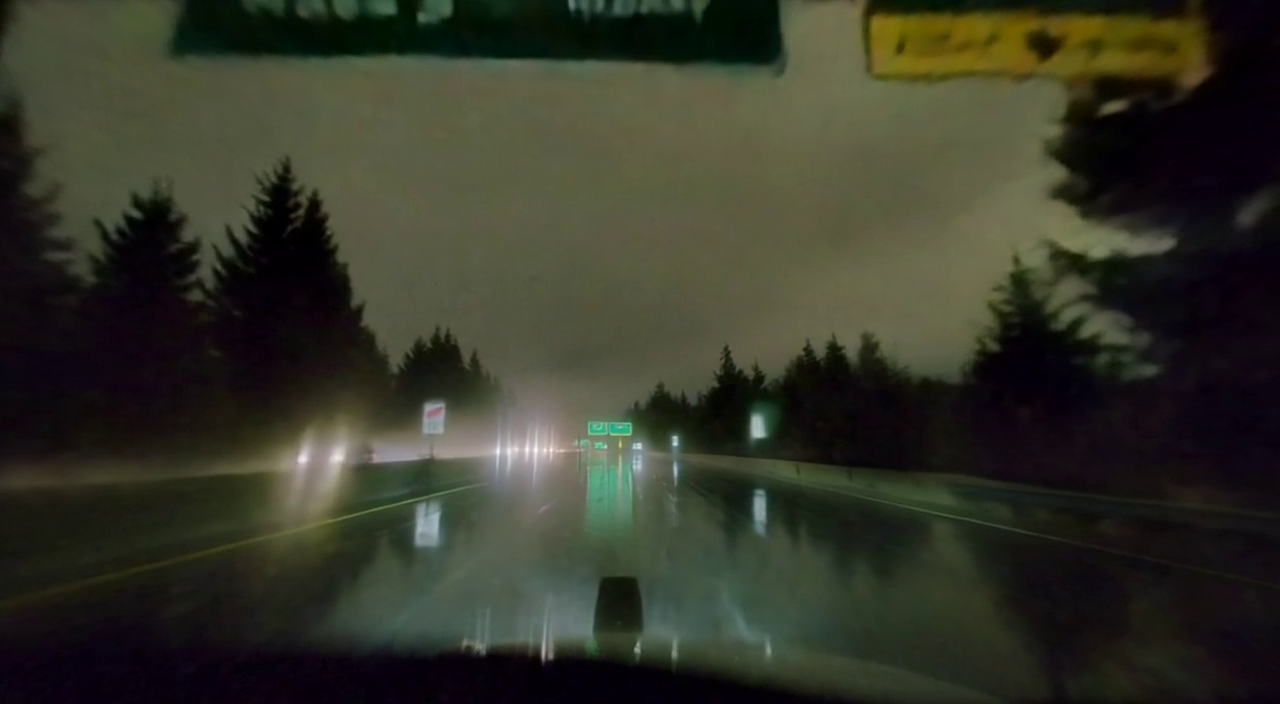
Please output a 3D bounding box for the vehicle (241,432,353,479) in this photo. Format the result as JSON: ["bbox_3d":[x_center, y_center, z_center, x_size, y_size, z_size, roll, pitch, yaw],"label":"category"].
[{"bbox_3d":[-12.340,3.763,22.873,1.851,1.525,4.105,0,-9,-2],"label":"vehicle"}]
